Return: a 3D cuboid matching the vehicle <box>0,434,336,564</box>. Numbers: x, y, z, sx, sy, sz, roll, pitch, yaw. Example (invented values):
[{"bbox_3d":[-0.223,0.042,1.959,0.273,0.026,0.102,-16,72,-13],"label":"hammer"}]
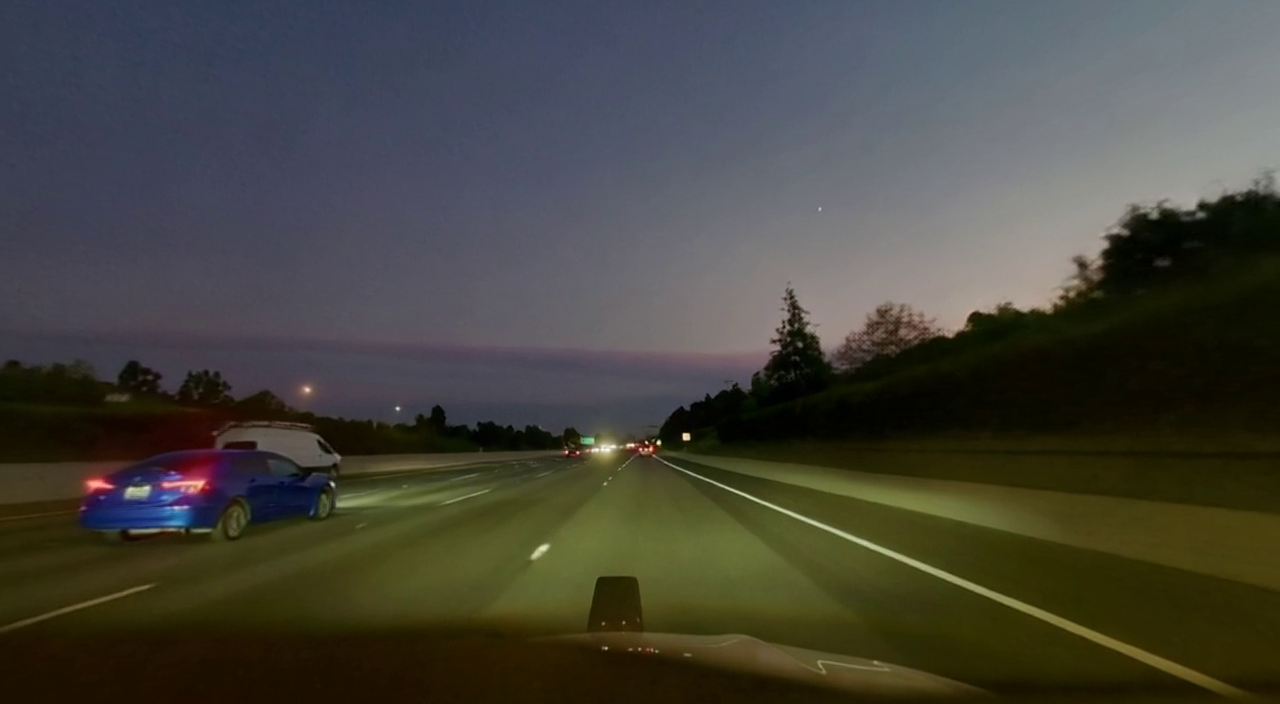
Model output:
[{"bbox_3d":[-6.882,2.060,9.752,1.981,1.486,4.735,0,-8,0],"label":"vehicle"}]
